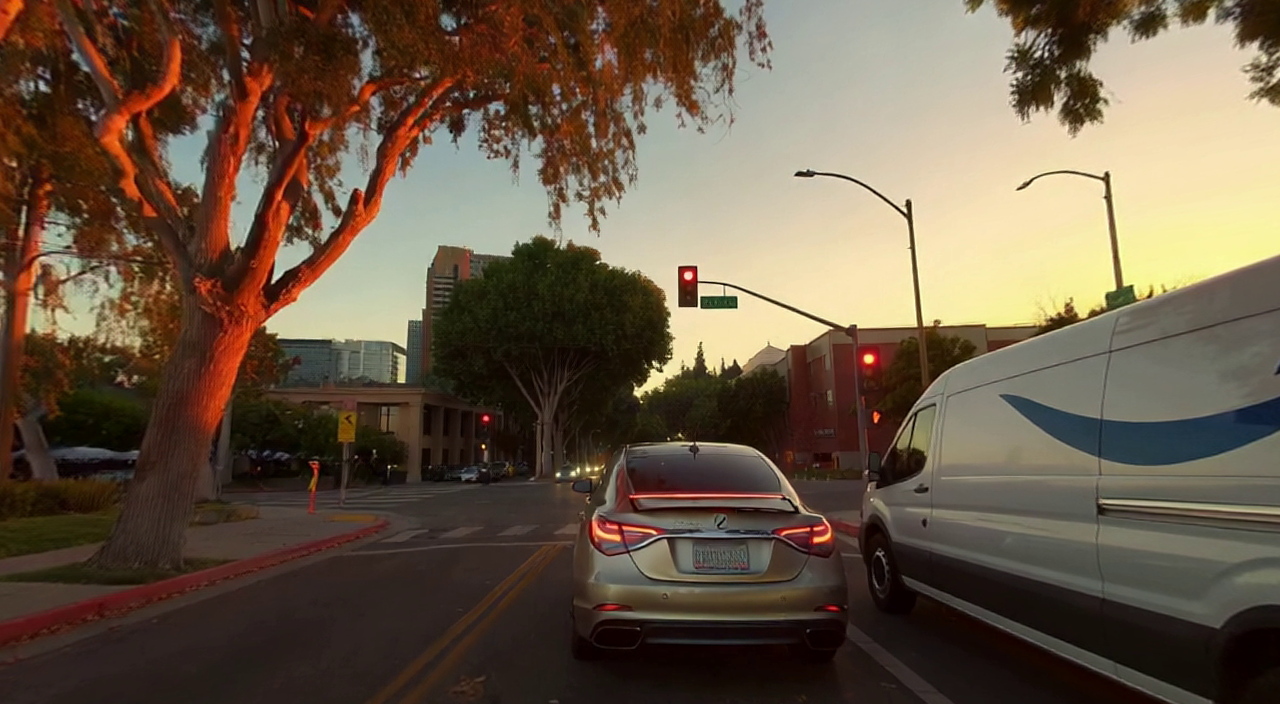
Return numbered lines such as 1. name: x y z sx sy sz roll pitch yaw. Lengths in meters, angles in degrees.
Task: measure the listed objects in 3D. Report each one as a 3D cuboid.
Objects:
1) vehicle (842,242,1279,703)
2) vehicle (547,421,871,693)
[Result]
1. vehicle: 2.855 0.894 2.904 2.054 1.965 5.248 1 -11 0
2. vehicle: 0.380 1.589 5.730 1.961 1.629 3.610 1 -10 -1
